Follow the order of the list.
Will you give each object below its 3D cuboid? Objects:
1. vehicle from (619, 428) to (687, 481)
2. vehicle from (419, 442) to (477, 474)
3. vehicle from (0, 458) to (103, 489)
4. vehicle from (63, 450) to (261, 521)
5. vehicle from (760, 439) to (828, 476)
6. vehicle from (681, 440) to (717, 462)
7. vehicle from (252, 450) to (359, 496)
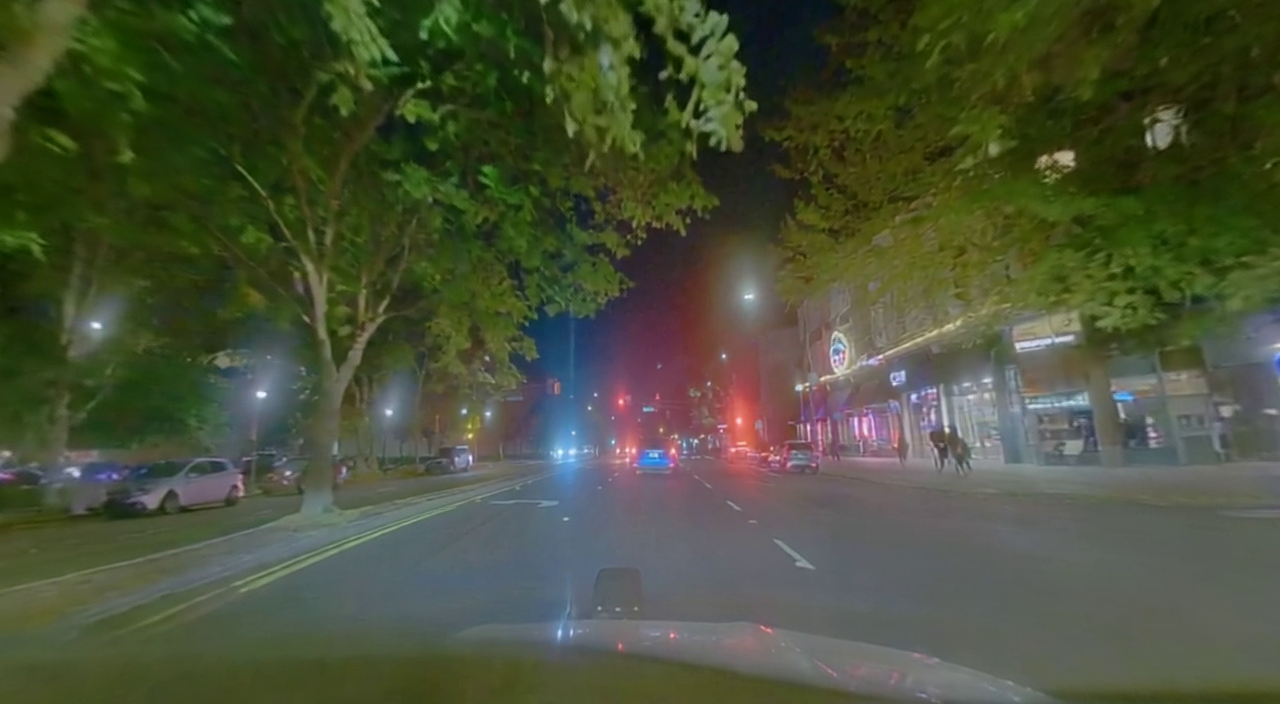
[{"bbox_3d":[0.494,3.936,24.507,2.382,1.796,4.610,-1,-8,1],"label":"vehicle"},{"bbox_3d":[-12.949,7.145,42.971,2.197,1.985,5.183,-1,-8,2],"label":"vehicle"},{"bbox_3d":[-34.698,7.088,37.129,1.982,1.610,4.620,-3,-9,3],"label":"vehicle"},{"bbox_3d":[-13.542,3.749,18.390,2.148,1.694,4.561,-2,-8,1],"label":"vehicle"},{"bbox_3d":[6.778,4.698,28.354,2.048,1.484,4.709,-1,-8,2],"label":"vehicle"},{"bbox_3d":[4.180,7.101,45.460,2.209,1.478,4.138,-1,-8,1],"label":"vehicle"},{"bbox_3d":[-13.473,4.876,25.802,1.934,1.639,4.387,-1,-8,1],"label":"vehicle"}]
